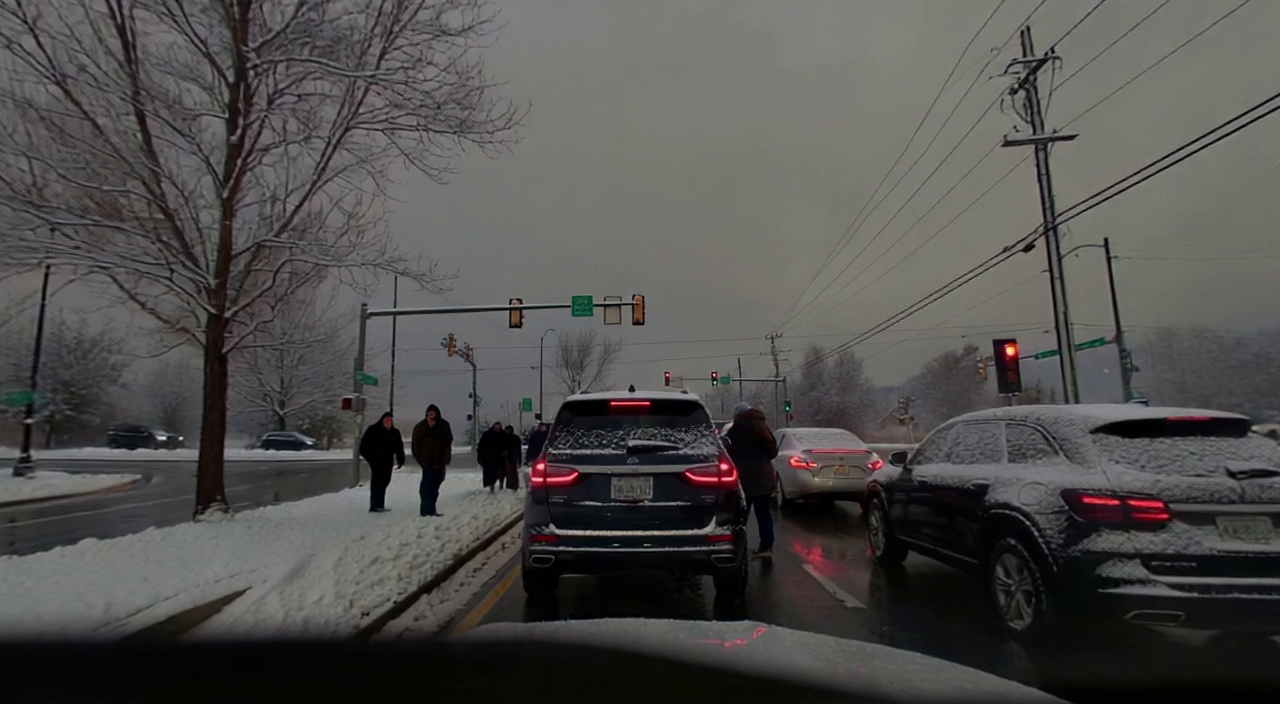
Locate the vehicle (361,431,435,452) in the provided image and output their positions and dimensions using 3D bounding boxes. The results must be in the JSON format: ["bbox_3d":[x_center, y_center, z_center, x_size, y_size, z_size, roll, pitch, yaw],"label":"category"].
[{"bbox_3d":[-17.744,6.559,46.375,4.607,1.478,1.995,0,-8,0],"label":"vehicle"}]

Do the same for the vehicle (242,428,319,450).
[{"bbox_3d":[-26.836,6.528,47.227,4.587,1.639,1.878,0,-8,1],"label":"vehicle"}]

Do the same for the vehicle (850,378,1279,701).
[{"bbox_3d":[3.556,1.295,5.569,1.948,1.677,4.437,0,-8,1],"label":"vehicle"}]

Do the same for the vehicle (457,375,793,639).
[{"bbox_3d":[-0.150,1.370,6.592,2.271,1.786,4.443,0,-8,-1],"label":"vehicle"}]
